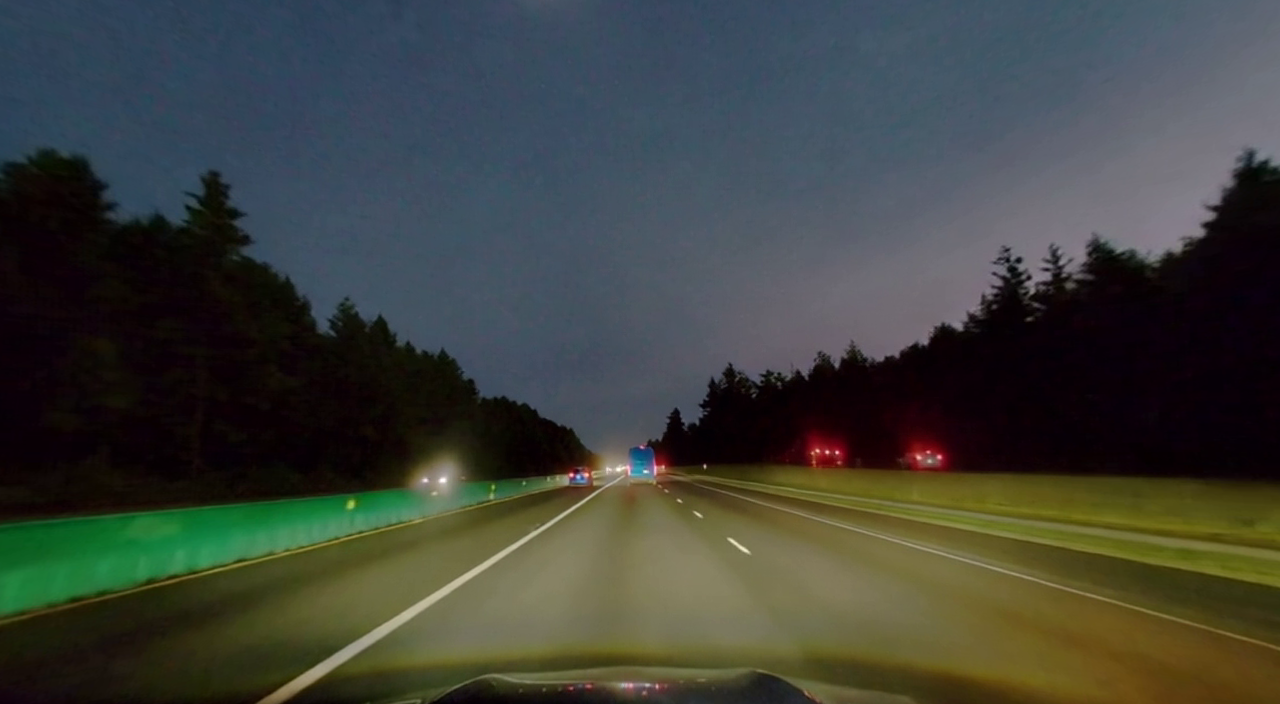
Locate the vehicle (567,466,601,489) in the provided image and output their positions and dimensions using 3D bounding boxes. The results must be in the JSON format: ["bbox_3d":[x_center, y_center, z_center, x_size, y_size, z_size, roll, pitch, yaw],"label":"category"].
[{"bbox_3d":[-3.876,8.814,44.428,2.038,1.490,4.391,1,-11,-1],"label":"vehicle"}]

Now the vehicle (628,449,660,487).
[{"bbox_3d":[0.256,9.090,49.271,2.382,2.752,5.333,1,-11,-1],"label":"vehicle"}]
